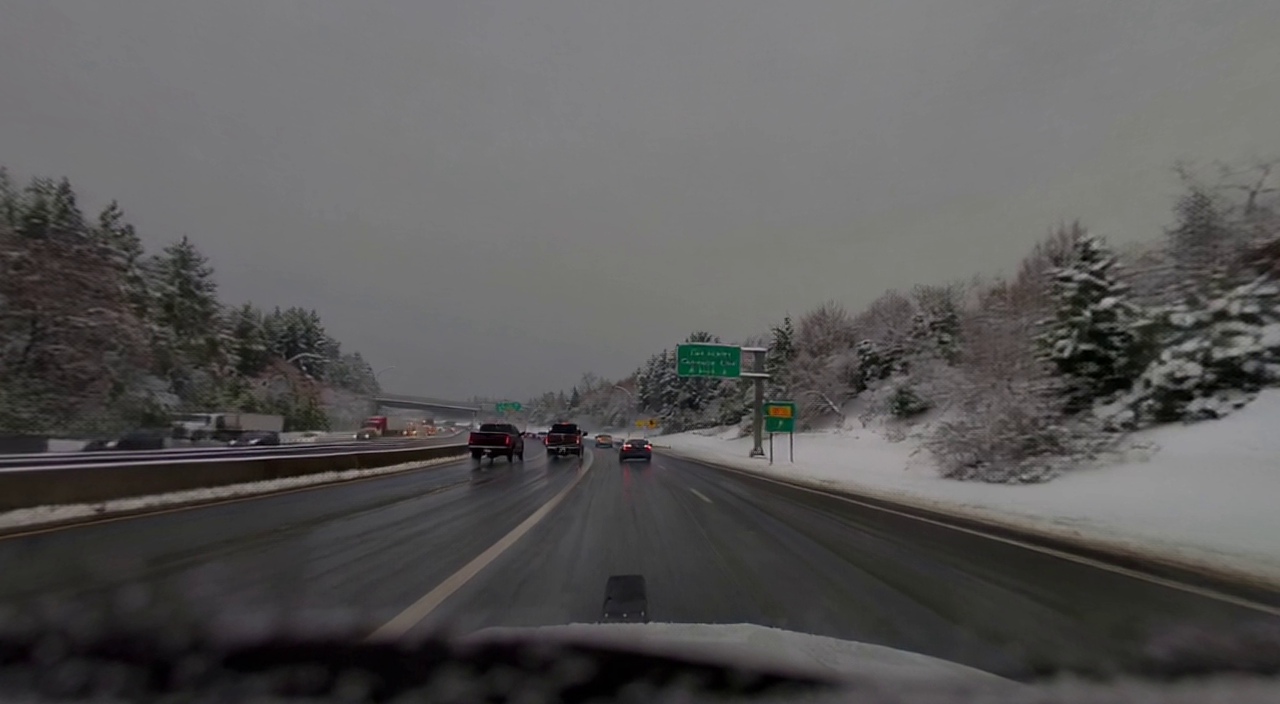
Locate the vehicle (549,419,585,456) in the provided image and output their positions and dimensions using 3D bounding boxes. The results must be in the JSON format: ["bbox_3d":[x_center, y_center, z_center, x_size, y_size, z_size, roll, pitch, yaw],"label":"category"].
[{"bbox_3d":[-5.539,6.602,48.389,2.279,2.672,5.256,0,-8,-2],"label":"vehicle"}]

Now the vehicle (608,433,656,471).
[{"bbox_3d":[-0.432,4.671,29.669,2.092,1.671,3.772,0,-8,-2],"label":"vehicle"}]

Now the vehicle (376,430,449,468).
[{"bbox_3d":[-11.948,5.140,33.546,2.079,1.807,5.187,0,-8,-2],"label":"vehicle"}]

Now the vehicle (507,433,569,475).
[{"bbox_3d":[-4.257,4.338,27.061,2.005,1.631,4.295,0,-8,-1],"label":"vehicle"}]

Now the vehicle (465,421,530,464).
[{"bbox_3d":[-8.604,5.578,38.820,2.773,2.402,6.232,0,-8,-2],"label":"vehicle"}]

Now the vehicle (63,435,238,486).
[{"bbox_3d":[-15.646,3.483,20.594,2.064,1.461,4.657,0,-8,-2],"label":"vehicle"}]

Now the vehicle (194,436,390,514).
[{"bbox_3d":[-7.510,2.678,14.253,1.896,1.465,4.399,0,-8,0],"label":"vehicle"}]
